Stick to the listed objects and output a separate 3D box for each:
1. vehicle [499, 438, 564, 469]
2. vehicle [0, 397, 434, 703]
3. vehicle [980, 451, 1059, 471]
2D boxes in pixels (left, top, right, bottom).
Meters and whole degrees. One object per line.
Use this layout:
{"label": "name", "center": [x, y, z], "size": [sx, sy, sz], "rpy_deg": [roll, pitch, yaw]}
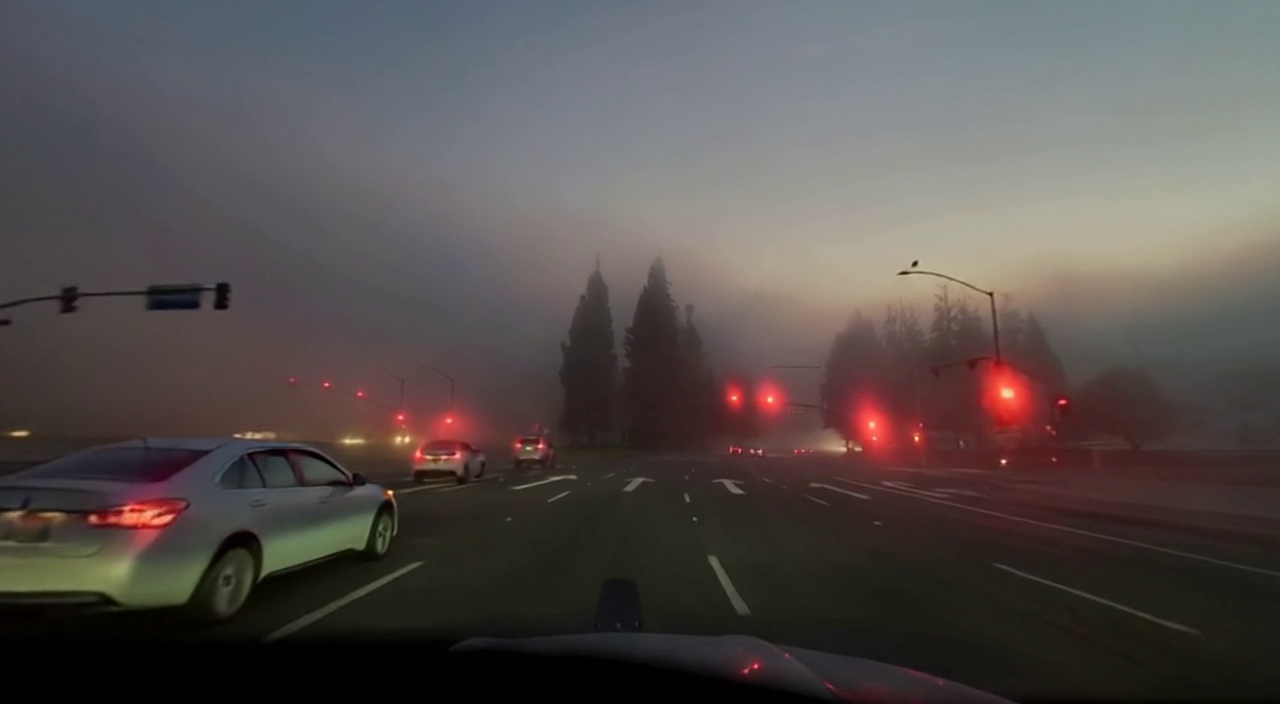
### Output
{"label": "vehicle", "center": [-5.576, 5.316, 33.159], "size": [2.016, 1.501, 4.903], "rpy_deg": [-1, -9, 7]}
{"label": "vehicle", "center": [-3.377, 1.259, 5.038], "size": [1.934, 1.463, 4.220], "rpy_deg": [0, -9, 1]}
{"label": "vehicle", "center": [28.712, 8.269, 47.948], "size": [4.636, 1.433, 1.930], "rpy_deg": [-2, -9, 14]}
